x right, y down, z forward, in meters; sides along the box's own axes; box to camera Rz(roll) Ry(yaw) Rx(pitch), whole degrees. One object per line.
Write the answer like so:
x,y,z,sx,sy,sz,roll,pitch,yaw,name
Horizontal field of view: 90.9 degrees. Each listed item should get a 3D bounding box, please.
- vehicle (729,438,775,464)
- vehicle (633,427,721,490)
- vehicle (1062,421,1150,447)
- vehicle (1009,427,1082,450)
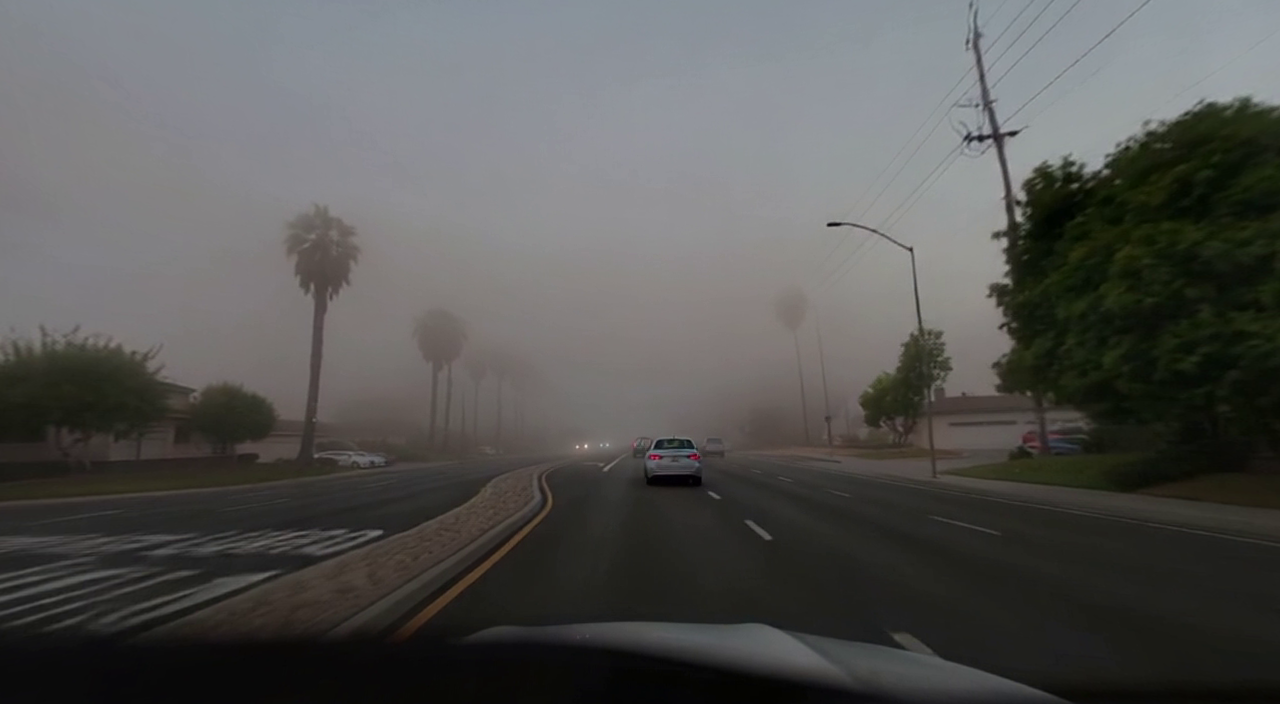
6.641,5.932,37.803,1.897,1.477,4.360,0,-8,-1,vehicle
0.978,3.208,19.252,2.289,1.679,4.180,0,-8,-2,vehicle
32.753,5.829,44.484,1.946,1.740,4.813,2,-9,-10,vehicle
27.655,5.931,43.080,1.781,1.520,3.979,2,-9,-13,vehicle
